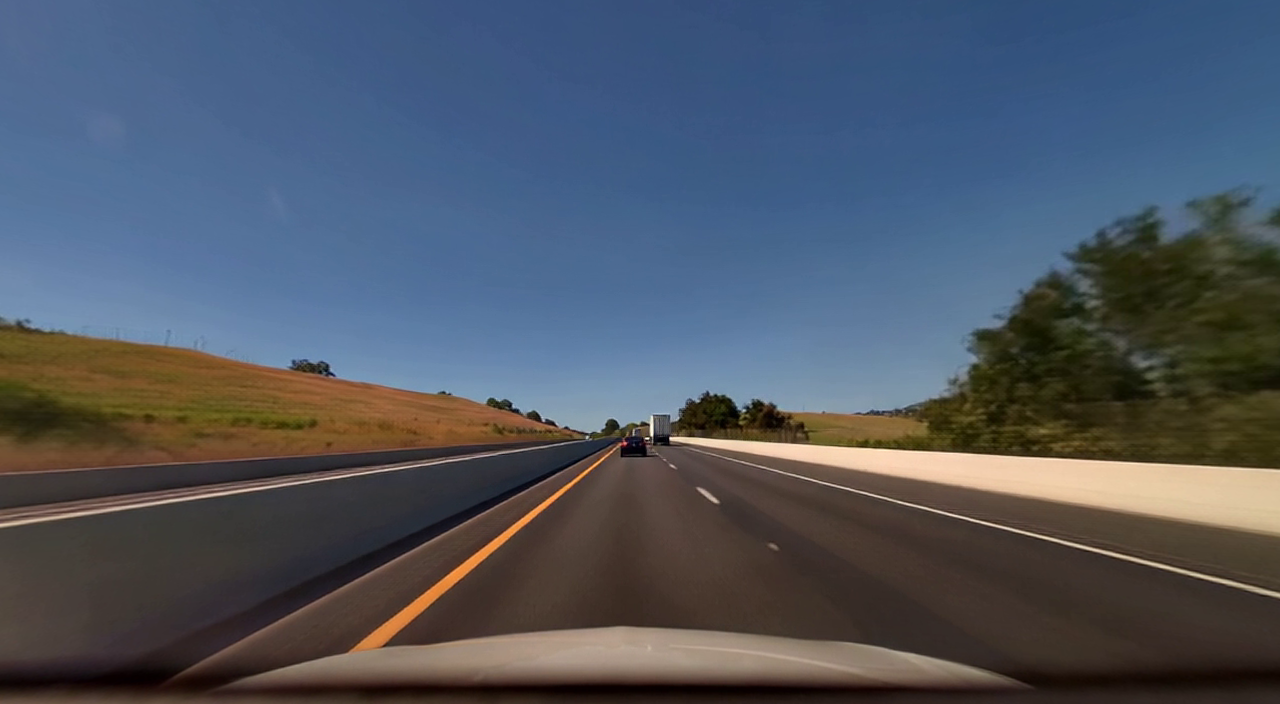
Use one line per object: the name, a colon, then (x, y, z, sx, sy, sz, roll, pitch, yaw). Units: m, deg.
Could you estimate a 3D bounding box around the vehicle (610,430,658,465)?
vehicle: (-0.326, 4.768, 31.654, 2.216, 1.623, 4.220, 0, -8, -1)
